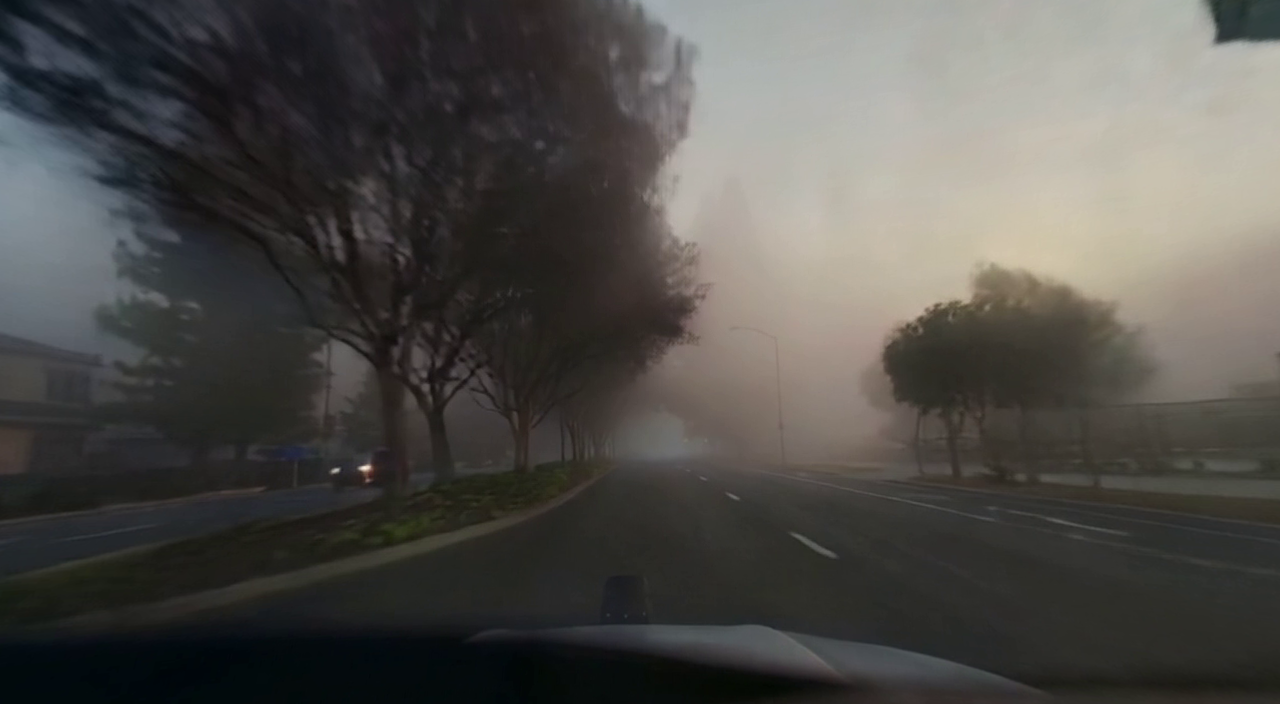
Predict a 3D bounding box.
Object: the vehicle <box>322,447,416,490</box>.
[{"bbox_3d":[-12.188,5.234,28.747,2.010,1.733,4.868,-1,-8,2],"label":"vehicle"}]
